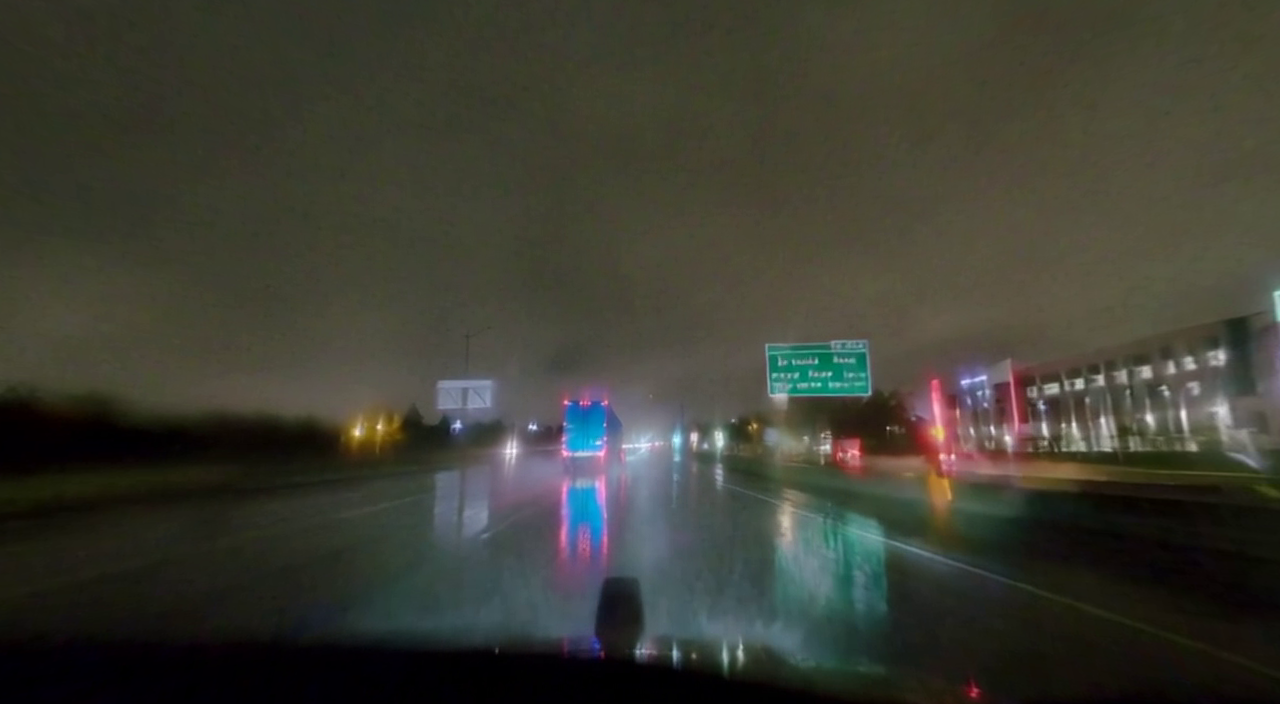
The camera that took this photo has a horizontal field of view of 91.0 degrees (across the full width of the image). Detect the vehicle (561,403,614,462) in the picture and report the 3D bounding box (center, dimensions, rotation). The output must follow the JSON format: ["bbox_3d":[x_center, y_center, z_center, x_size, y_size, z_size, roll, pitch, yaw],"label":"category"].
[{"bbox_3d":[-3.726,6.184,47.385,3.059,3.867,10.343,0,-9,0],"label":"vehicle"}]
